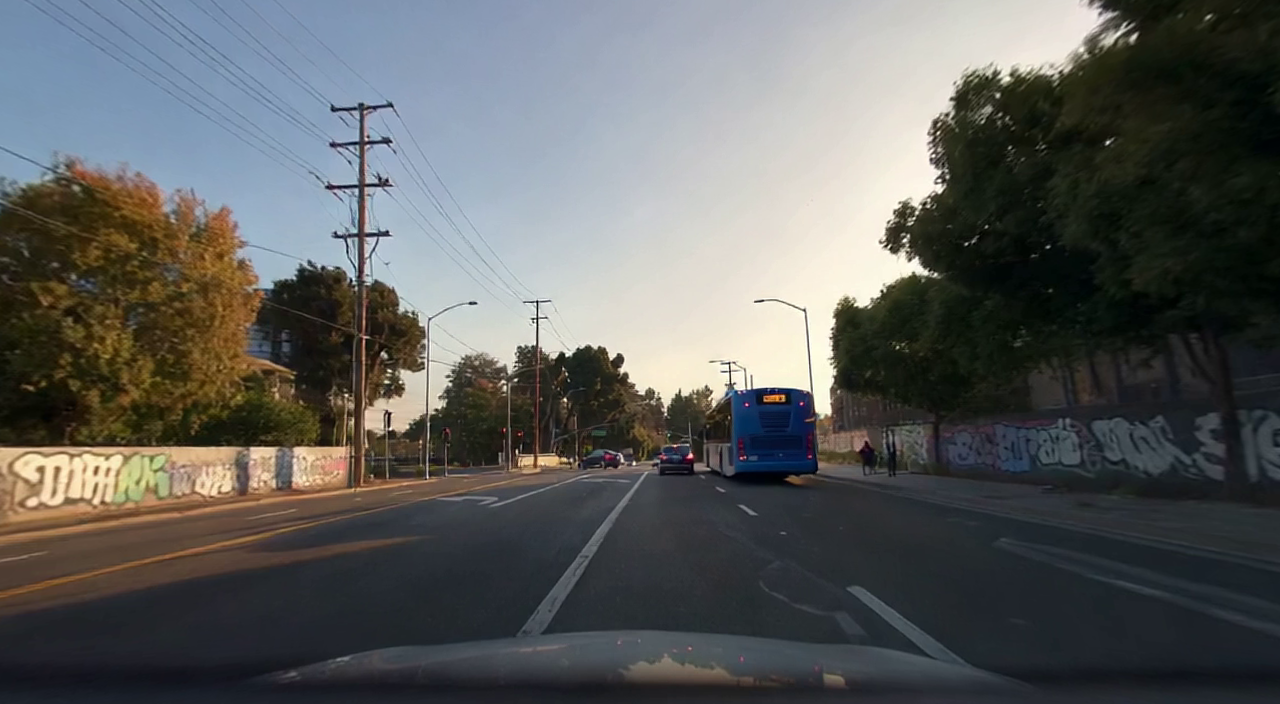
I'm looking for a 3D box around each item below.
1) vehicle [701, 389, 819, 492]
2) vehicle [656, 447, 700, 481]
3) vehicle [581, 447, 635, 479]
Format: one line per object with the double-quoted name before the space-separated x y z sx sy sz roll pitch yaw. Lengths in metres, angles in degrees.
"vehicle" 4.627 3.880 27.606 3.045 3.447 12.604 0 -8 2
"vehicle" 1.729 5.265 30.087 1.961 1.470 4.196 0 -8 1
"vehicle" -1.788 5.822 33.471 2.018 1.544 4.420 2 -9 -14
